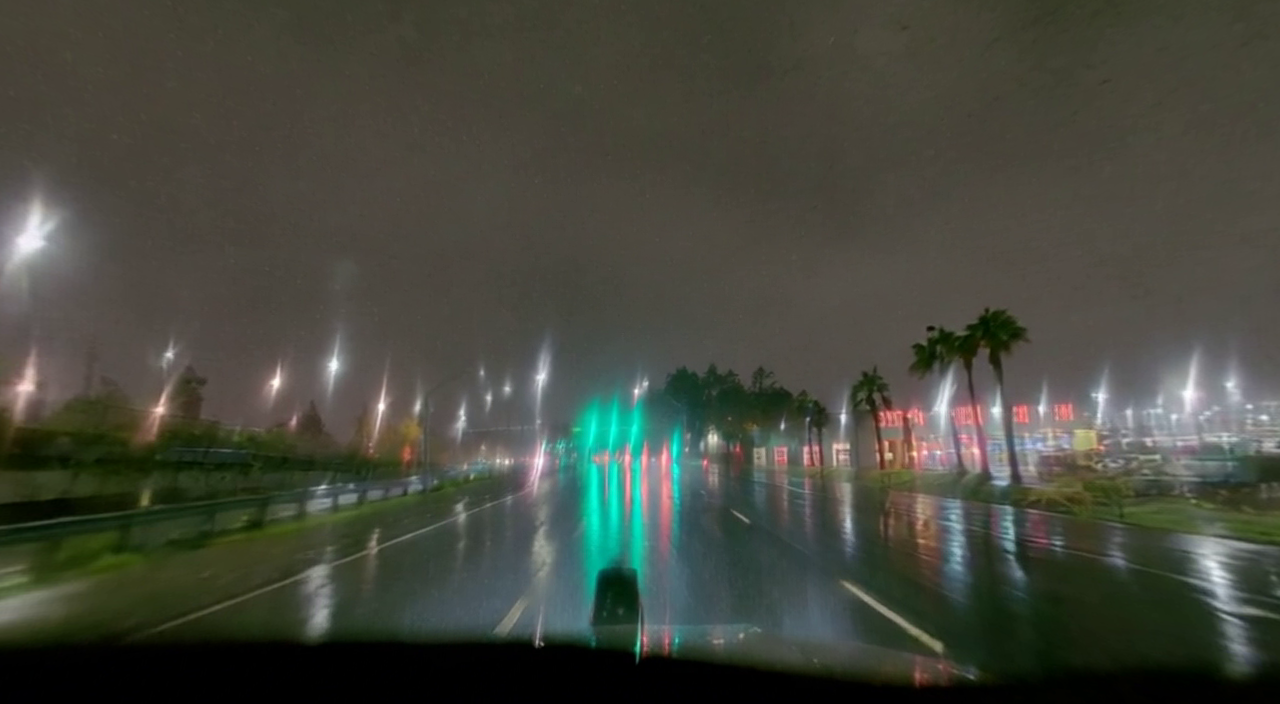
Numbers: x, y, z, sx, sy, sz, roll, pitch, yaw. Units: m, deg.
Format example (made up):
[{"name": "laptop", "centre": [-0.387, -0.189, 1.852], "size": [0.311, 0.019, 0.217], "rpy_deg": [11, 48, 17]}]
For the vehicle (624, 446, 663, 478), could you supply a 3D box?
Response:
[{"name": "vehicle", "centre": [0.178, 6.288, 36.260], "size": [2.089, 1.718, 4.193], "rpy_deg": [0, -9, 0]}]
